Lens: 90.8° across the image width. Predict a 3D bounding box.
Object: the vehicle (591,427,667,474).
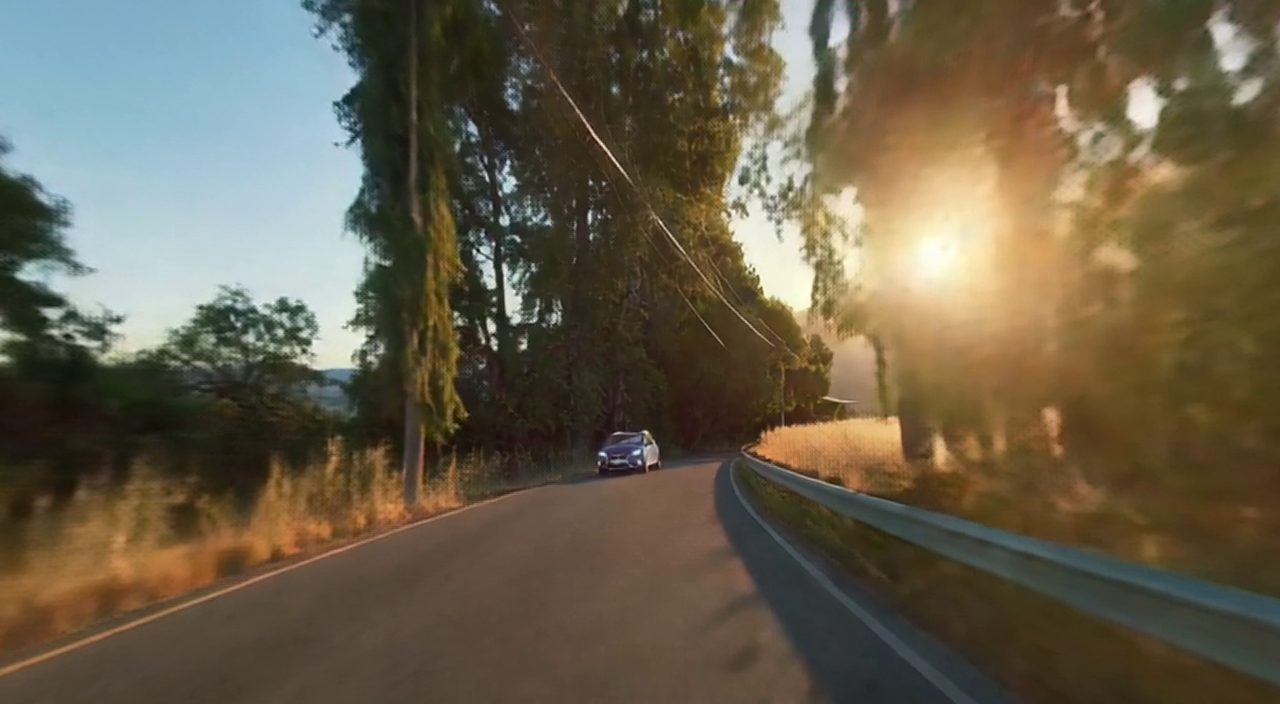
[{"bbox_3d":[-0.336,4.188,26.939,2.251,1.799,4.776,-2,-9,11],"label":"vehicle"}]
